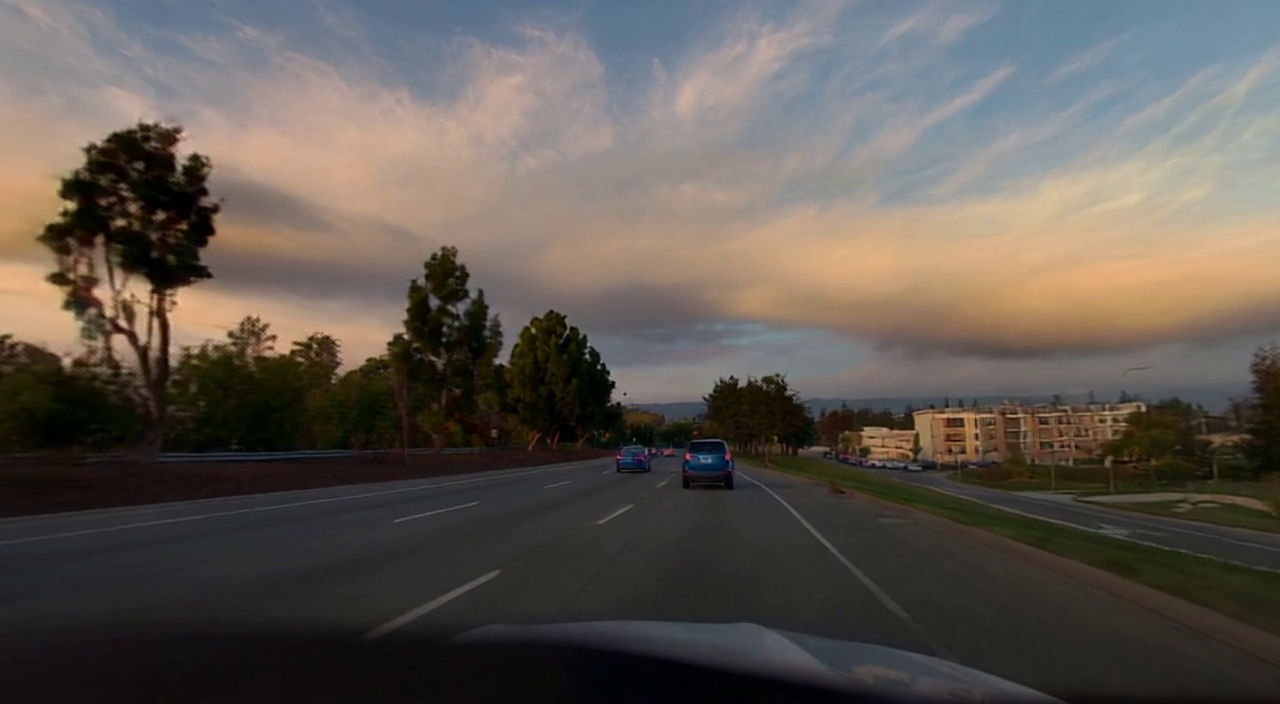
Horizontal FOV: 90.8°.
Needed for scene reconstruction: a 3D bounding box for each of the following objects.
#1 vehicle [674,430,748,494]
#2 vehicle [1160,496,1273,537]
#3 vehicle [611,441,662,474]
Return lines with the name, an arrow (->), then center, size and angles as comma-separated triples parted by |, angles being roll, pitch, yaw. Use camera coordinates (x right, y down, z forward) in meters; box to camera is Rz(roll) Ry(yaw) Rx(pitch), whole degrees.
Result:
vehicle -> 2.373, 3.517, 20.626 | 2.125, 1.830, 4.370 | -1, -8, 8
vehicle -> 34.561, 9.843, 38.127 | 2.067, 1.926, 5.010 | 0, -9, 0
vehicle -> -0.109, 5.588, 33.733 | 2.123, 1.592, 4.505 | -1, -8, 7
